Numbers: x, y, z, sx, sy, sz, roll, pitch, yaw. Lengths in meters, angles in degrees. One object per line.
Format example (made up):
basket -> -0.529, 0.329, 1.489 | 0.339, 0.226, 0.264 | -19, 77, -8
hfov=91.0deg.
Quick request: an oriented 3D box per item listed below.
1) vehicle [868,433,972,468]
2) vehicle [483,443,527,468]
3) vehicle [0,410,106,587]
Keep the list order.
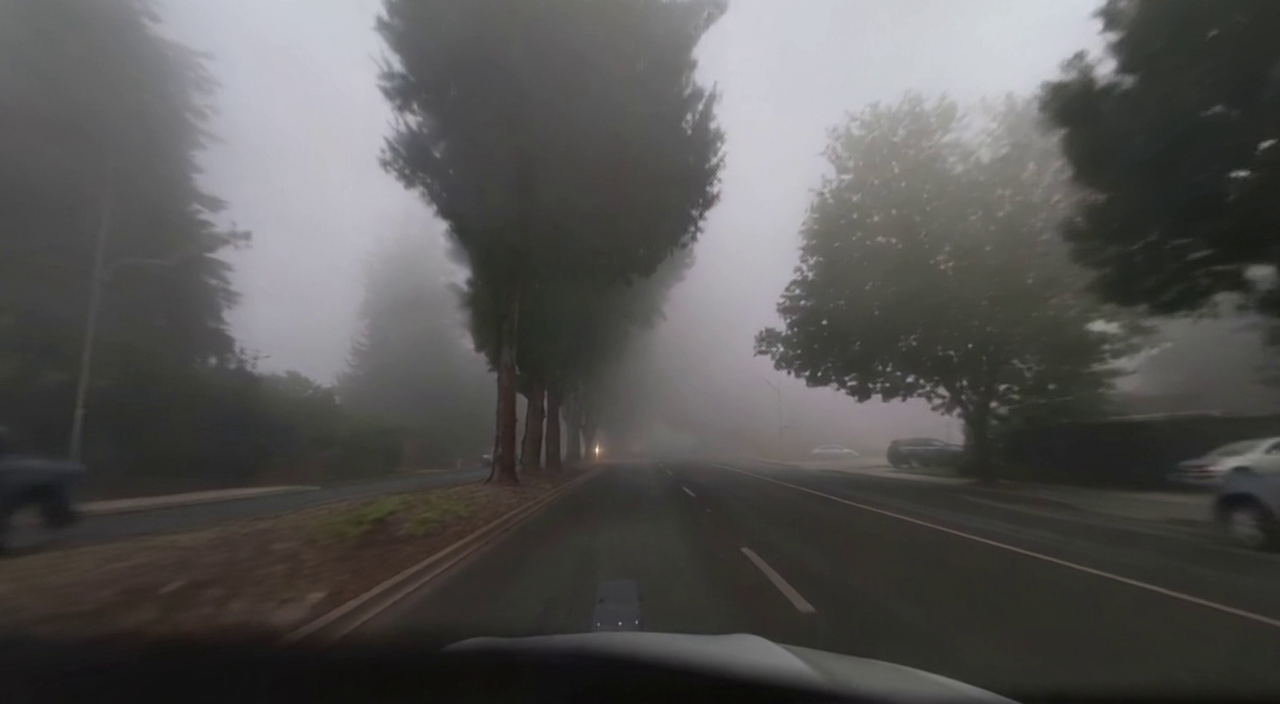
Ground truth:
vehicle -> 14.364, 5.047, 32.437 | 4.386, 1.711, 1.929 | 0, -8, 0
vehicle -> -9.585, 7.372, 45.100 | 2.000, 1.728, 4.587 | -1, -8, 2
vehicle -> -7.675, 1.364, 5.313 | 2.019, 1.819, 4.897 | -1, -8, 0
